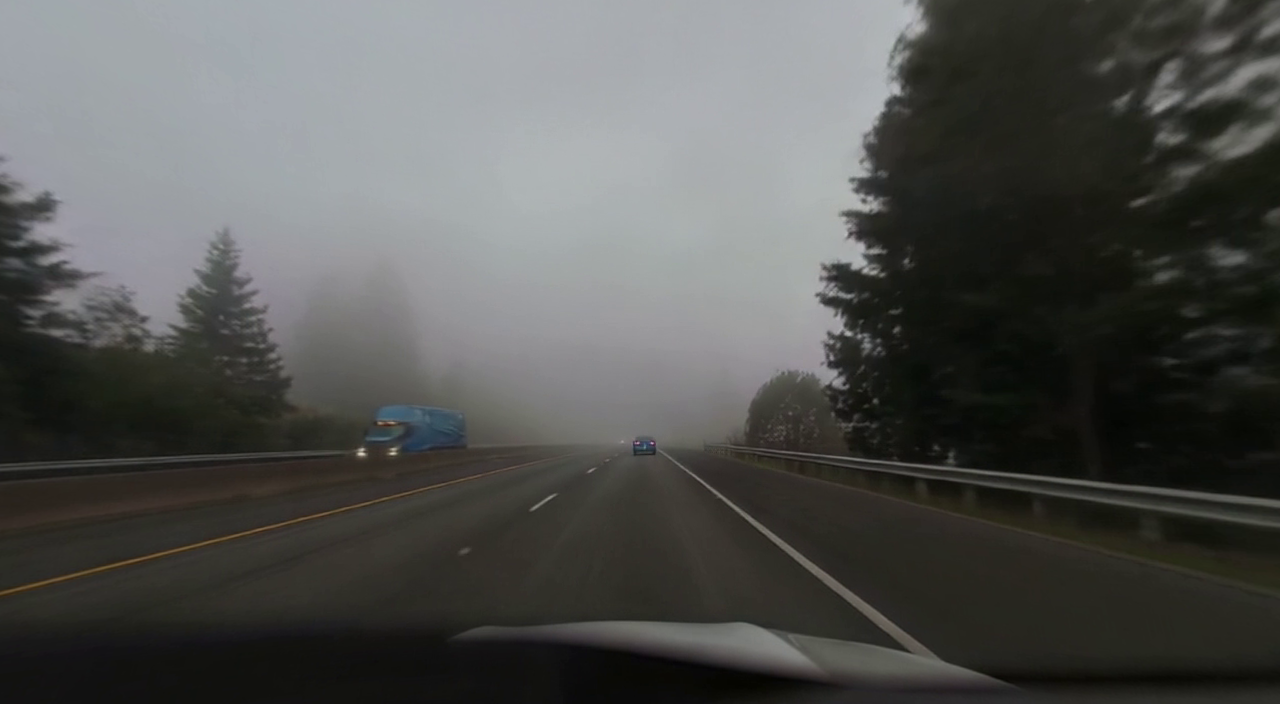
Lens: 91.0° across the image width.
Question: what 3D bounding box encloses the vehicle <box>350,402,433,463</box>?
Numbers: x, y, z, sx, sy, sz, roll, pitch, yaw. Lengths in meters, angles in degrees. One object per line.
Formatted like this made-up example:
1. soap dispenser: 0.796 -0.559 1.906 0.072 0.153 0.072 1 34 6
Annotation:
1. vehicle: -16.300 5.375 41.789 3.000 3.720 5.942 0 -8 0

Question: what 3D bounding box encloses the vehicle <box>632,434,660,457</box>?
1. vehicle: 0.460 7.140 48.049 2.058 1.649 3.942 0 -8 0
